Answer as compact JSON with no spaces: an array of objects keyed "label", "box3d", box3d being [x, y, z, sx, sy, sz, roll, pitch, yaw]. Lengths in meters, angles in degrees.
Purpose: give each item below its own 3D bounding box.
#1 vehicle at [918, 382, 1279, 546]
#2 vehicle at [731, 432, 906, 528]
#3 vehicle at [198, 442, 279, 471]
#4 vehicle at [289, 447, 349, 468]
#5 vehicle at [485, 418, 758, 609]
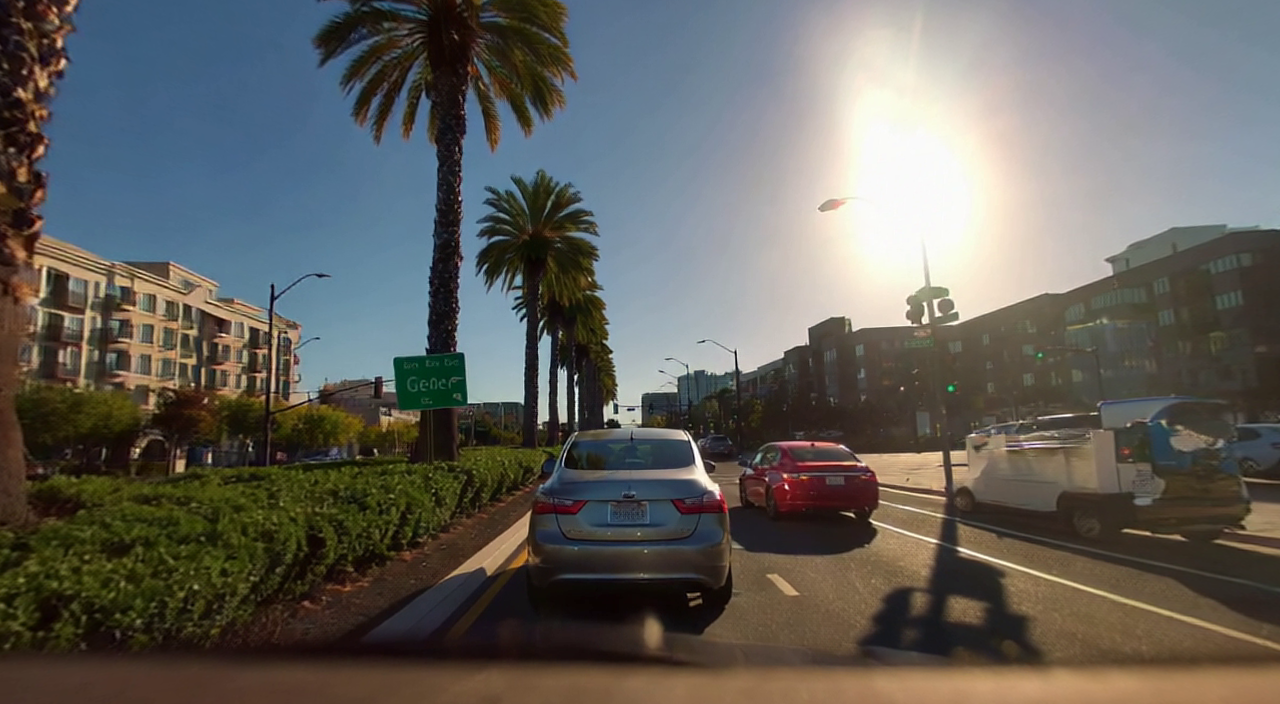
[{"label":"vehicle","box3d":[7.194,1.839,10.911,2.254,2.072,5.577,0,-8,1]},{"label":"vehicle","box3d":[3.085,2.310,12.036,1.925,1.451,4.436,0,-8,-2]},{"label":"vehicle","box3d":[-28.342,7.348,44.842,2.115,1.884,5.481,0,-8,0]},{"label":"vehicle","box3d":[-23.877,7.841,47.235,1.972,1.425,4.765,0,-8,0]},{"label":"vehicle","box3d":[-0.154,1.577,7.052,2.158,1.498,3.919,0,-8,0]}]
